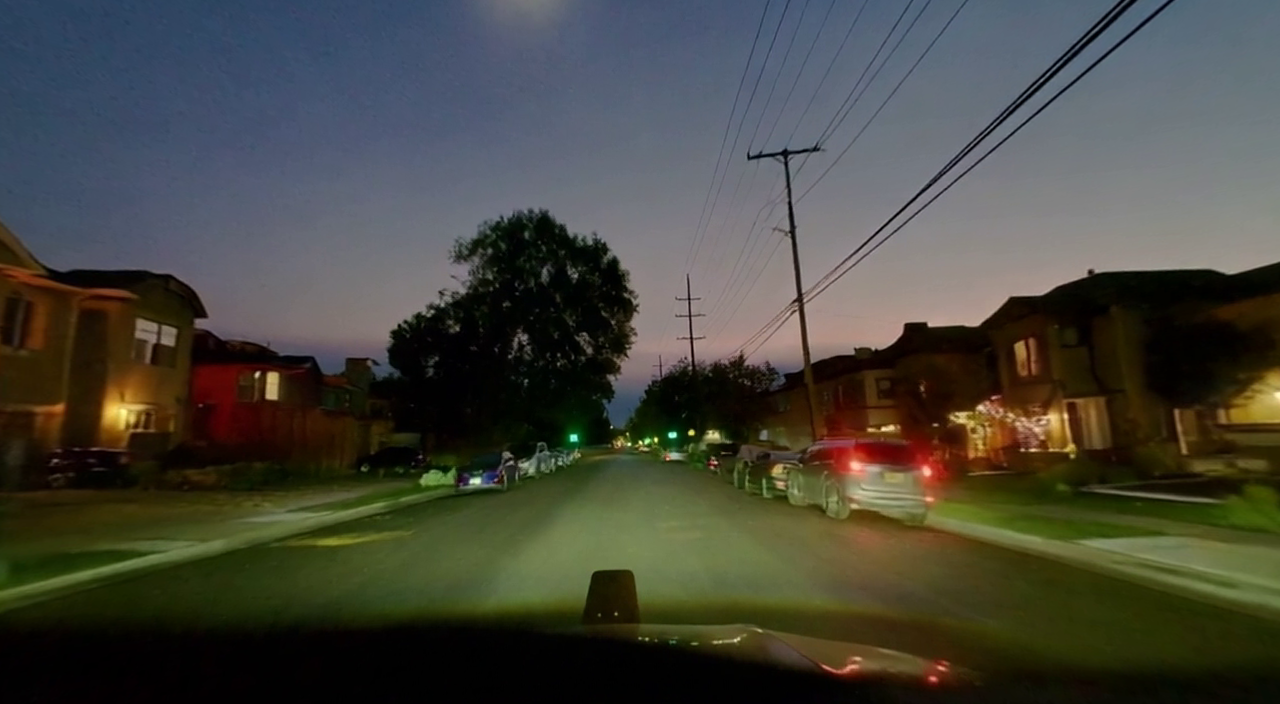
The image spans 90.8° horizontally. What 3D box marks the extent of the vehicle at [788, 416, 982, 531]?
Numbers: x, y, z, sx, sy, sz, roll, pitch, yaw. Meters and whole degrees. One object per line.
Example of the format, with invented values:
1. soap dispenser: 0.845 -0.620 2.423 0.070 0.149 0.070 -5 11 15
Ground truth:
1. vehicle: 4.587 2.350 12.724 2.086 1.885 4.323 0 -9 -1

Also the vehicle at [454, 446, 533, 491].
1. vehicle: -5.397 4.364 23.870 2.031 1.468 4.165 -2 -9 -1

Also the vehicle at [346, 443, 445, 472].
1. vehicle: -13.150 5.671 34.118 4.556 1.510 1.843 0 -9 -1
